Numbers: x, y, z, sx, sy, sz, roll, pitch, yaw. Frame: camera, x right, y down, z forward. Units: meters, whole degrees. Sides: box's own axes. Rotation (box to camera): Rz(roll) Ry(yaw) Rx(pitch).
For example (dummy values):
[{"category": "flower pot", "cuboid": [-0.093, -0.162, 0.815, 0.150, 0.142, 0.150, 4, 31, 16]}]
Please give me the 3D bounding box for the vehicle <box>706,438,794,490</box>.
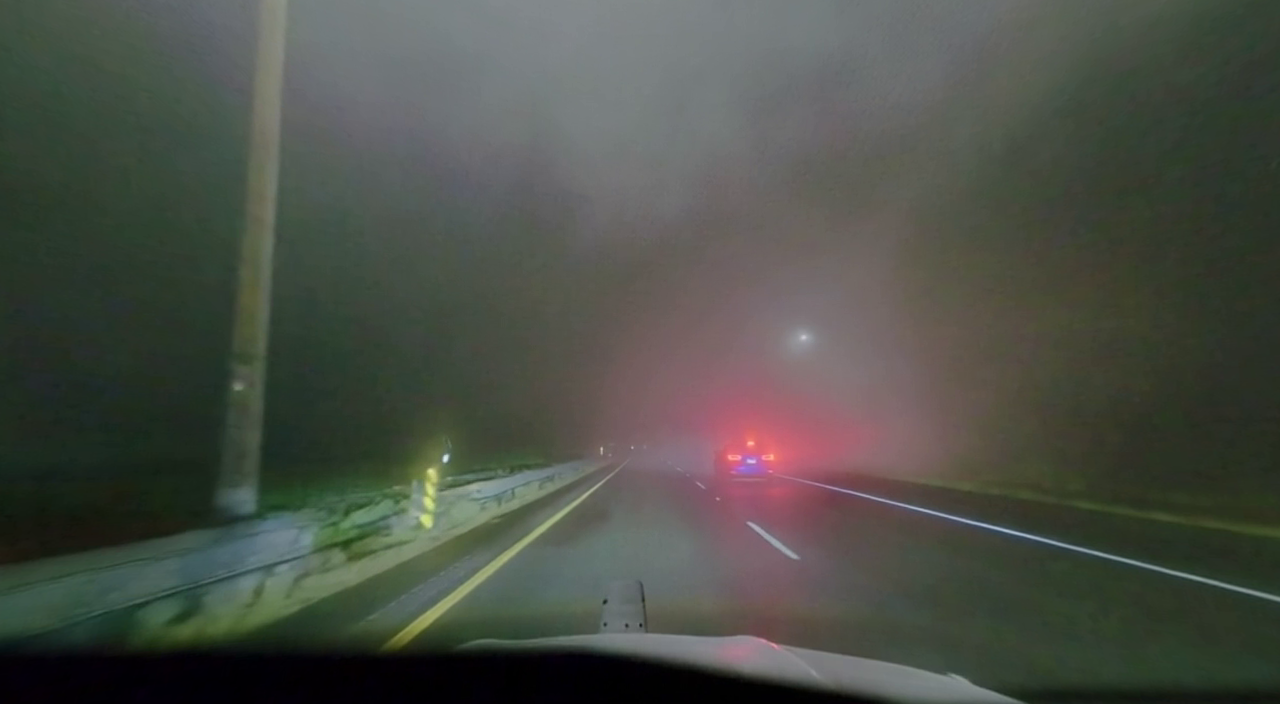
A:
[{"category": "vehicle", "cuboid": [3.412, 3.570, 20.422, 2.003, 1.466, 4.441, 0, -8, 0]}]
